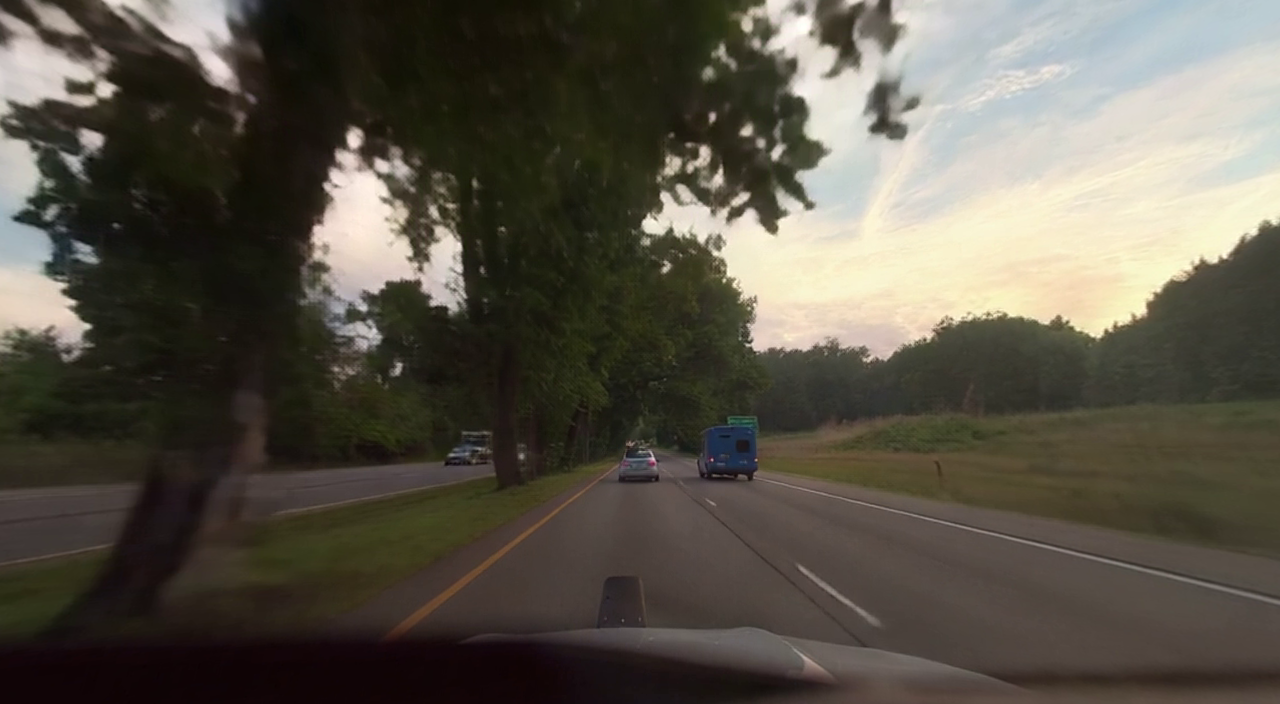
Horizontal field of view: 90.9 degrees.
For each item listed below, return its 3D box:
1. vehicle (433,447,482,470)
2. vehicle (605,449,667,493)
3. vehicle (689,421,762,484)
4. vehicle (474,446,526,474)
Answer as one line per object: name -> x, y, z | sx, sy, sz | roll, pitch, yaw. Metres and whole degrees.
vehicle -> -12.089, 7.080, 42.082 | 1.836, 1.406, 4.624 | 0, -9, 1
vehicle -> -0.161, 4.177, 22.500 | 2.037, 1.417, 3.885 | 0, -9, -1
vehicle -> 3.867, 4.727, 29.806 | 2.513, 2.633, 5.930 | 0, -9, -1
vehicle -> -7.809, 6.078, 35.557 | 1.888, 1.466, 4.355 | 0, -9, 0
